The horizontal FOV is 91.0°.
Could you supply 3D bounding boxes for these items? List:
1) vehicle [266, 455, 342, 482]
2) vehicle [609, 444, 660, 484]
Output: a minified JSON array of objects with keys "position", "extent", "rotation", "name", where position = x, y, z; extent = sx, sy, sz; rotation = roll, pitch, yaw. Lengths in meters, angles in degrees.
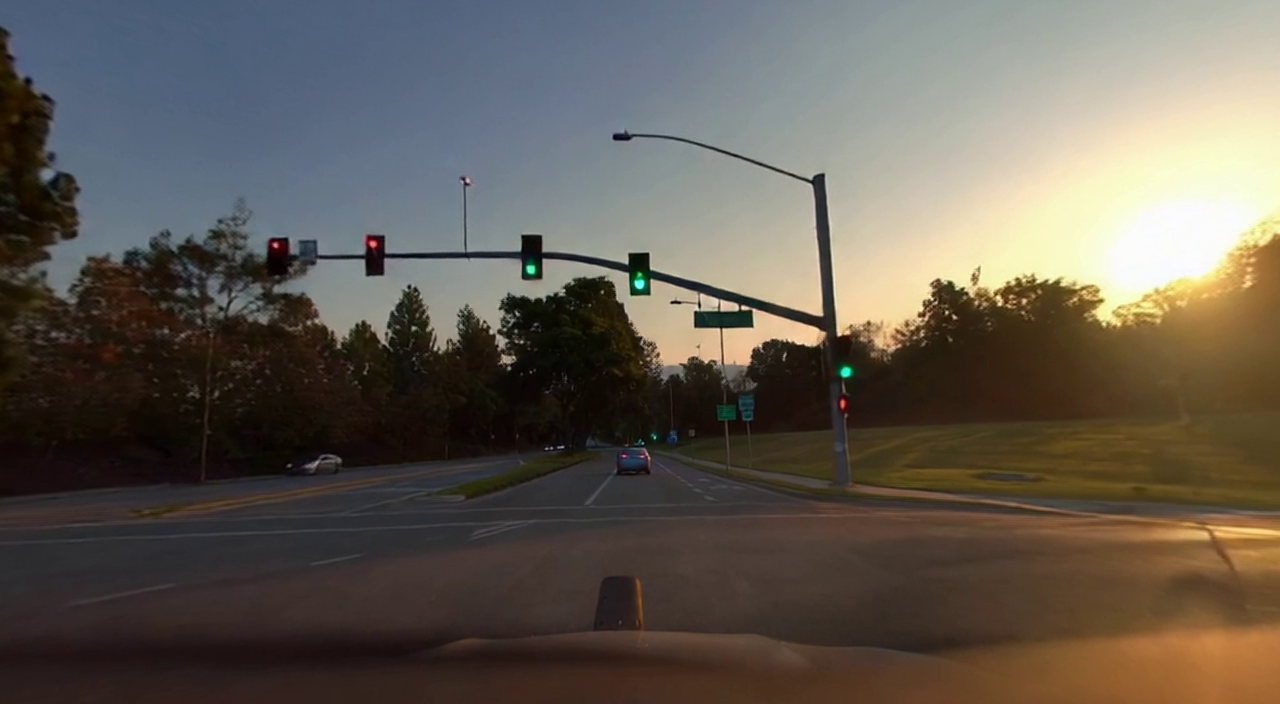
[{"position":[-20.981,7.306,39.580],"extent":[2.175,1.492,4.722],"rotation":[-1,-9,1],"name":"vehicle"},{"position":[-0.231,4.587,26.035],"extent":[1.954,1.469,3.465],"rotation":[-1,-9,0],"name":"vehicle"}]
